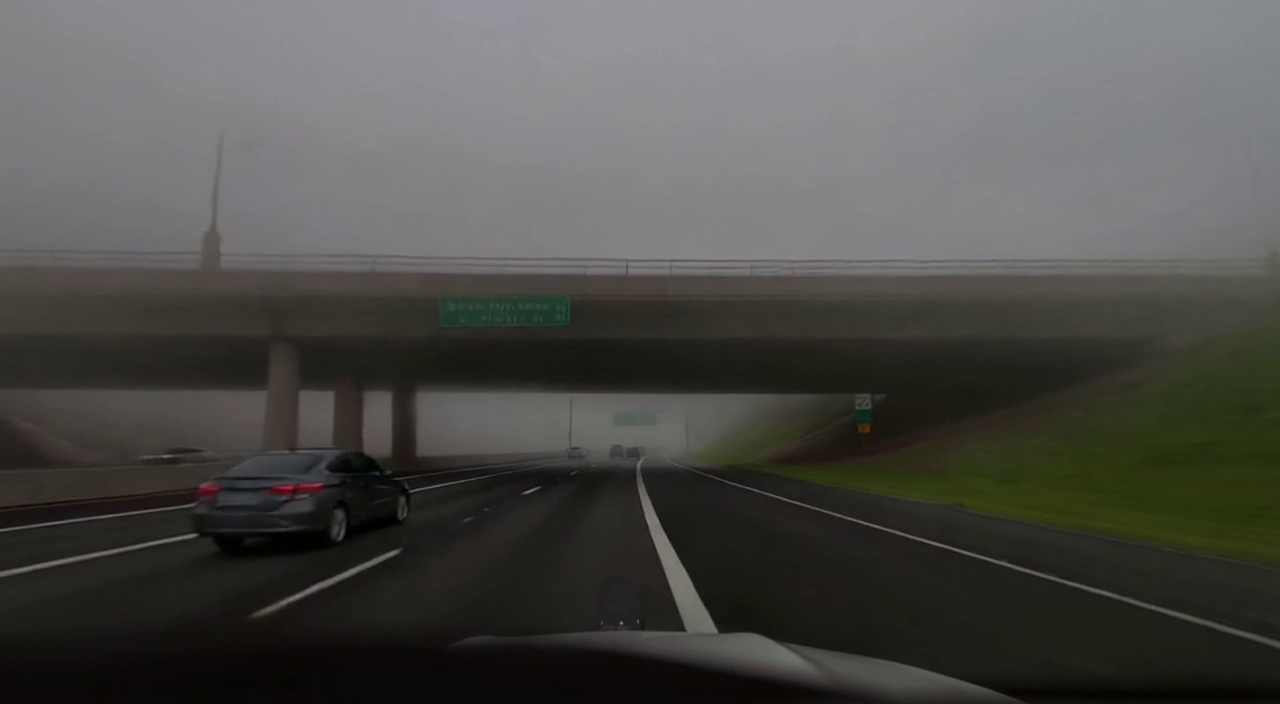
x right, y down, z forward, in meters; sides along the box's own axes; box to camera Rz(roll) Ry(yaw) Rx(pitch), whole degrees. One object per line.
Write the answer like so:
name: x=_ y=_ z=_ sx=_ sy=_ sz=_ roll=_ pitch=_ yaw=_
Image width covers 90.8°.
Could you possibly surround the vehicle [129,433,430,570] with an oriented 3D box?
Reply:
vehicle: x=-4.802 y=2.026 z=9.297 sx=2.055 sy=1.535 sz=4.073 roll=0 pitch=-9 yaw=-1
